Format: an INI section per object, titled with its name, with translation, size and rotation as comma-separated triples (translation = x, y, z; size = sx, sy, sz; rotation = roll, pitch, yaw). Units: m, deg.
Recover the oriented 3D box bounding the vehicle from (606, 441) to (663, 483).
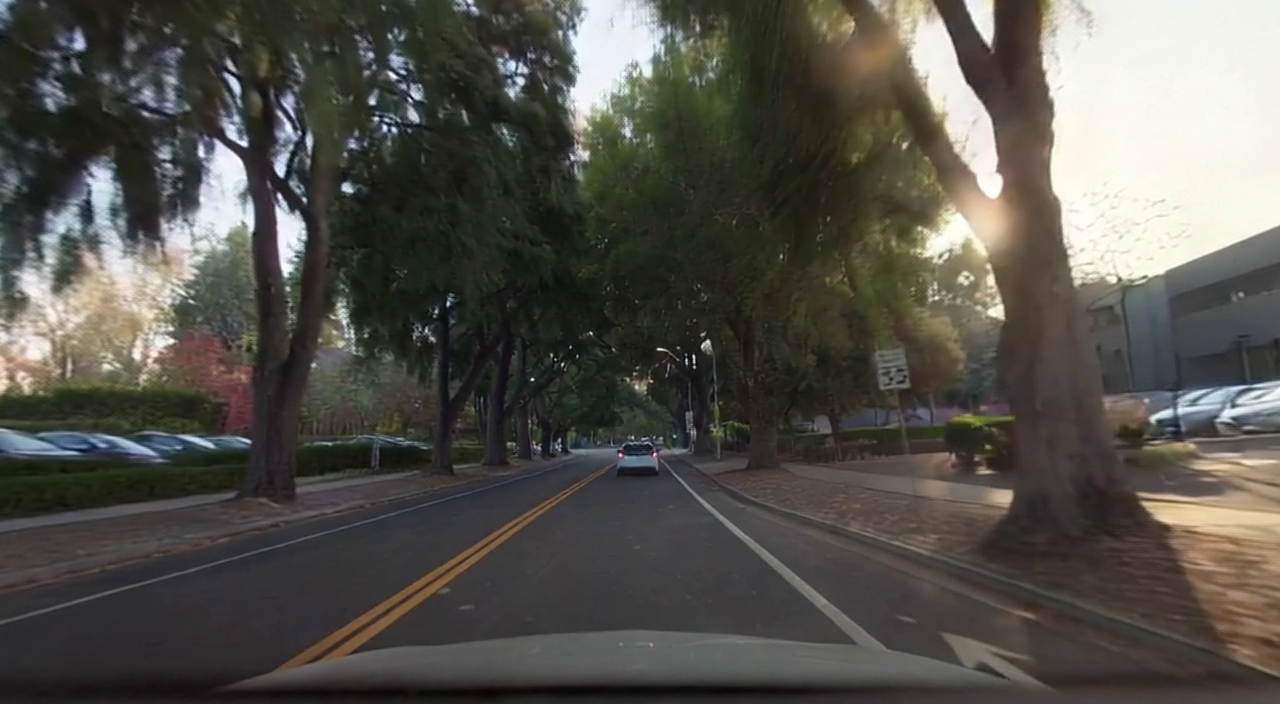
[vehicle]
translation = -0.212, 4.500, 26.276
size = 2.152, 1.574, 4.223
rotation = -1, -8, 0
